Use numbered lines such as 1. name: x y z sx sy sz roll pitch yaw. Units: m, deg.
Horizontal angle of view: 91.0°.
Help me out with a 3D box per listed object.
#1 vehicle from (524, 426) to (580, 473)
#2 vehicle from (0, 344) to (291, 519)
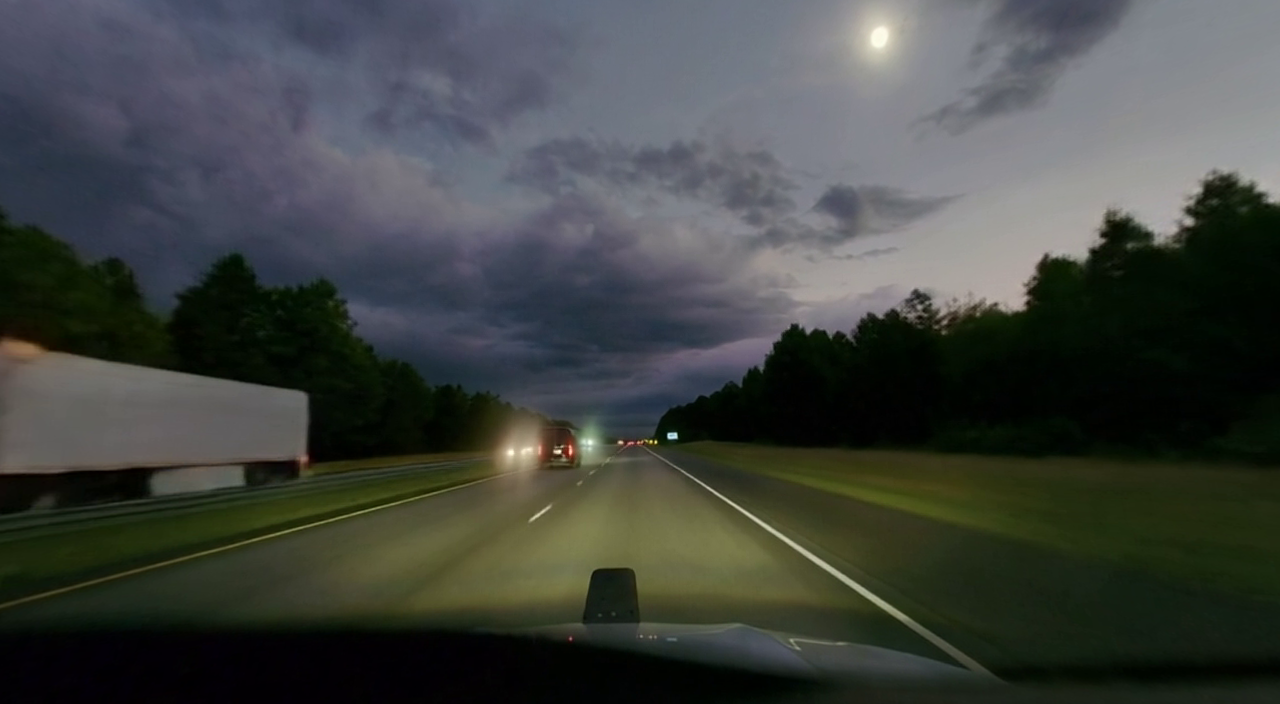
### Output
1. vehicle: -4.103 4.622 30.139 1.976 2.029 4.737 -1 -8 0
2. vehicle: -16.774 2.475 18.947 3.310 4.067 16.585 0 -8 -1
